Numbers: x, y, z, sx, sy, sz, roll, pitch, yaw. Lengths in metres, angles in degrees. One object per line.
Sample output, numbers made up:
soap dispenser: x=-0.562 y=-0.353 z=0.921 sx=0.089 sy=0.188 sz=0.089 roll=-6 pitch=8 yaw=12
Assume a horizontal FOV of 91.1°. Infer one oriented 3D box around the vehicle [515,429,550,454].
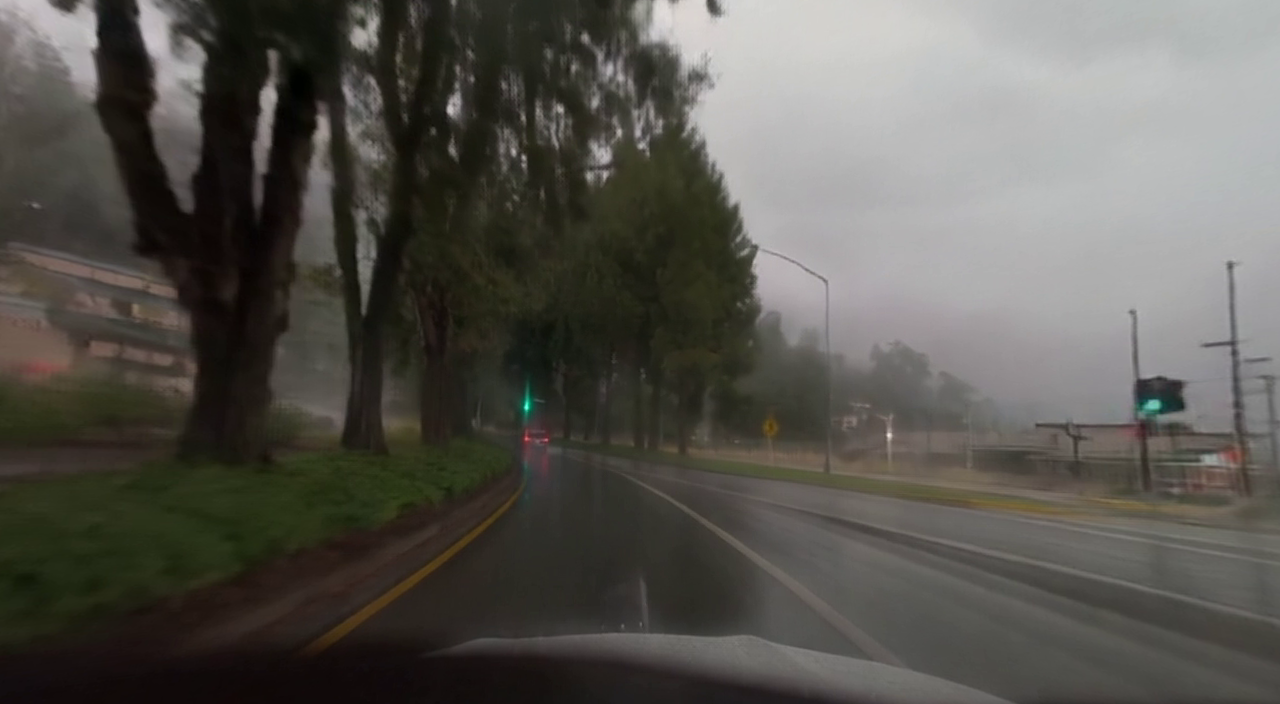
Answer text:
vehicle: x=-7.803 y=6.475 z=45.349 sx=1.947 sy=1.729 sz=4.051 roll=3 pitch=-9 yaw=-17
